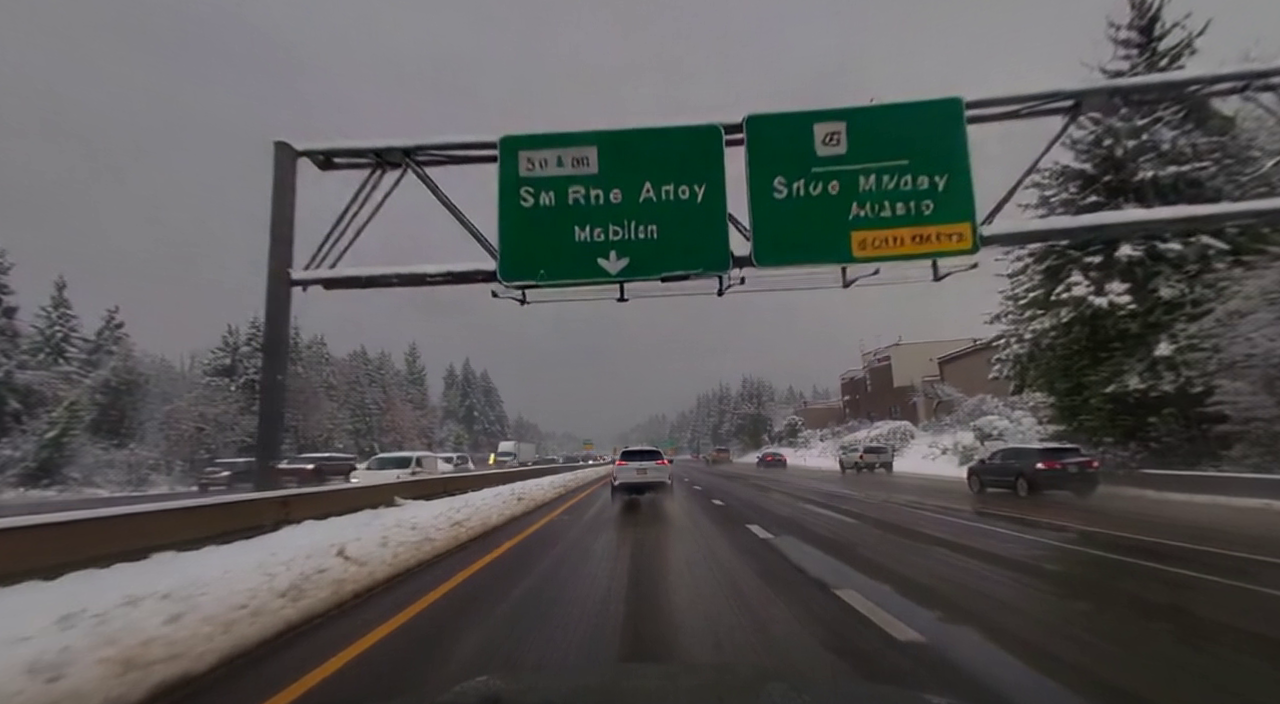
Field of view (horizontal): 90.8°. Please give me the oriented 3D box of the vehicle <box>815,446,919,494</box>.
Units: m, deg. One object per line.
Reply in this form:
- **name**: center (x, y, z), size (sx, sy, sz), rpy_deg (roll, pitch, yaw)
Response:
- **vehicle**: center (7.580, 3.953, 21.593), size (1.958, 1.473, 4.201), rpy_deg (0, -9, 0)

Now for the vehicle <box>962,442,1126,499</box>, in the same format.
- **vehicle**: center (11.819, 3.457, 18.929), size (1.901, 1.485, 4.483), rpy_deg (0, -9, 0)

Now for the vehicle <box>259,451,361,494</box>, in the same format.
- **vehicle**: center (-14.672, 5.360, 28.457), size (2.032, 1.721, 4.683), rpy_deg (0, -9, 1)

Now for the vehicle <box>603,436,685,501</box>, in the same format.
- **vehicle**: center (0.110, 3.593, 19.908), size (2.298, 1.809, 4.359), rpy_deg (0, -9, 0)

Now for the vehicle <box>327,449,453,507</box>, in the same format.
- **vehicle**: center (-7.615, 3.840, 19.798), size (2.004, 1.596, 4.520), rpy_deg (0, -9, 1)

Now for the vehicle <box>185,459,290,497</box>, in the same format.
- **vehicle**: center (-17.663, 5.512, 28.001), size (1.752, 1.449, 4.321), rpy_deg (0, -9, 0)

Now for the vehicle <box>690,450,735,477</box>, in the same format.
- **vehicle**: center (4.202, 6.535, 37.338), size (2.115, 1.481, 3.968), rpy_deg (0, -9, -1)

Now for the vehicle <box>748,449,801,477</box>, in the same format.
- **vehicle**: center (7.516, 6.221, 35.648), size (1.934, 1.461, 4.368), rpy_deg (0, -9, -1)
